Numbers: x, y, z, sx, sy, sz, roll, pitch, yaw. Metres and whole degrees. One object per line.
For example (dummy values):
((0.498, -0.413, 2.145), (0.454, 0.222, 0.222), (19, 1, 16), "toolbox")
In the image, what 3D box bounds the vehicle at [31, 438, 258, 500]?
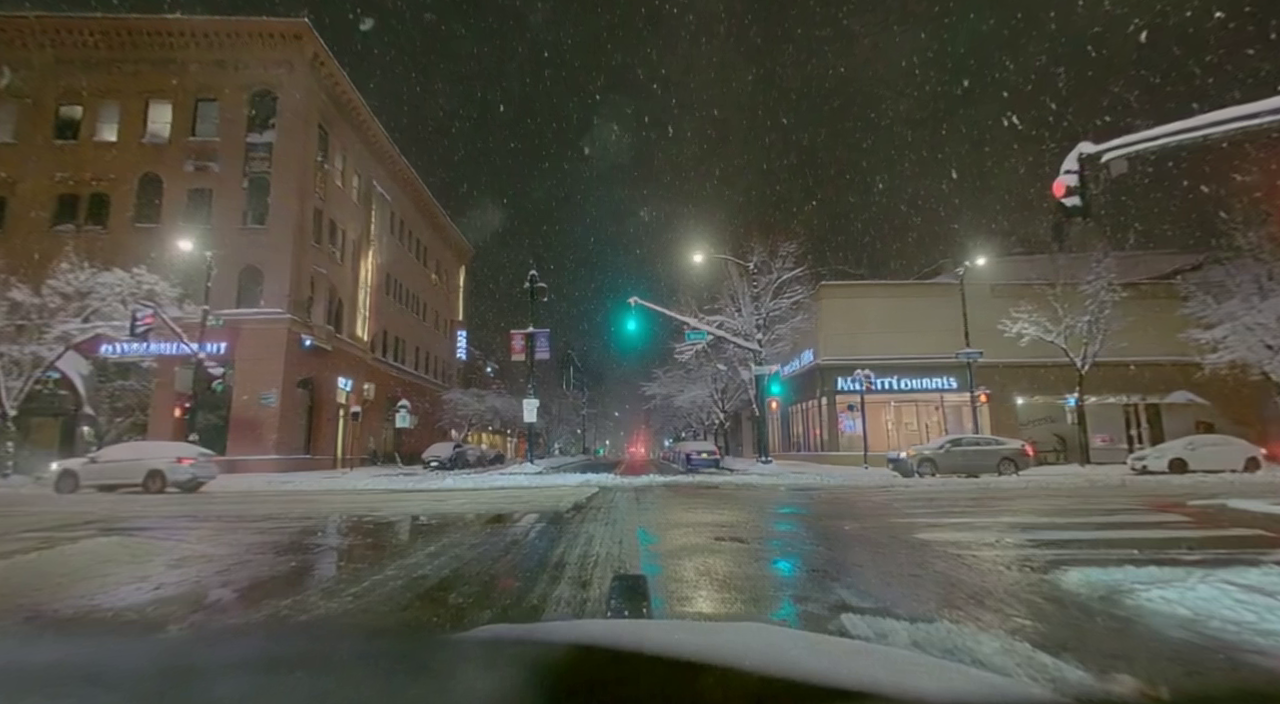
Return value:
((-13.419, 3.136, 17.372), (4.597, 1.476, 1.980), (7, -11, -39), "vehicle")

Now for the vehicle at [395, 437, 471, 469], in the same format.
((-12.458, 6.023, 37.815), (4.447, 1.790, 2.206), (-7, -11, 38), "vehicle")

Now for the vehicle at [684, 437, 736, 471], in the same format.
((3.444, 5.159, 32.029), (2.120, 1.560, 4.402), (0, -8, 0), "vehicle")

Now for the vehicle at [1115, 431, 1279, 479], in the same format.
((18.850, 3.375, 20.711), (4.836, 1.471, 1.991), (0, -9, -1), "vehicle")

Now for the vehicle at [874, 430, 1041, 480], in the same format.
((10.223, 3.353, 20.581), (4.330, 1.517, 2.045), (0, -8, 0), "vehicle")
